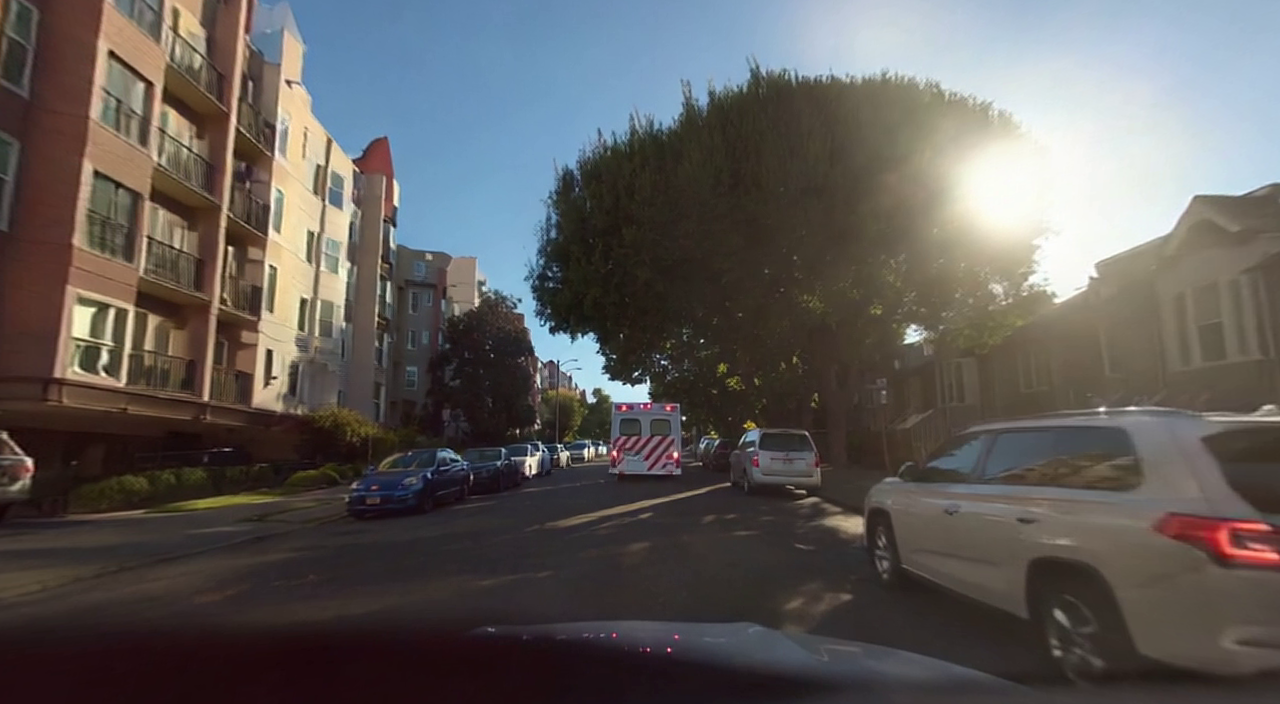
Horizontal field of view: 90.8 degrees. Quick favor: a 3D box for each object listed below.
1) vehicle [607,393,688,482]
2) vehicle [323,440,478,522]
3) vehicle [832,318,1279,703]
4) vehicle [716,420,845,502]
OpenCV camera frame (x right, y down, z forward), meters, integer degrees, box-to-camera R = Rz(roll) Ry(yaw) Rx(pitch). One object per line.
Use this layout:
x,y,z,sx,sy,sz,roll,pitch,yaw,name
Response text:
0.198,3.472,25.519,2.754,3.008,7.730,0,-8,-1,vehicle
-5.409,2.919,15.031,1.967,1.492,4.781,-4,-8,-2,vehicle
3.325,1.146,4.820,2.152,1.868,4.976,0,-8,0,vehicle
3.560,2.898,17.309,2.232,1.860,5.593,0,-8,0,vehicle
